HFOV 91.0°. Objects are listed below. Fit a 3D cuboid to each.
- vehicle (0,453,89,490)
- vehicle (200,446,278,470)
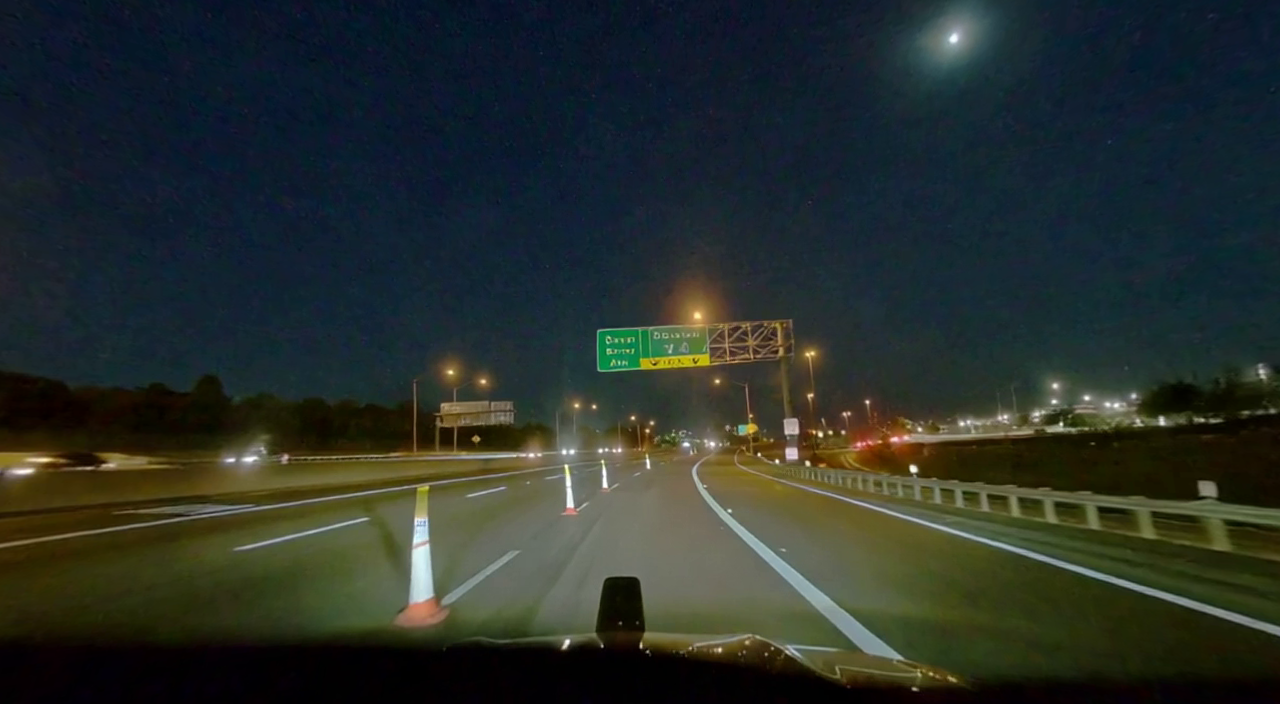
[{"bbox_3d":[-26.251,5.047,26.852,1.701,1.455,4.012,-1,-9,3],"label":"vehicle"},{"bbox_3d":[-28.845,7.615,45.534,2.162,1.616,4.951,-1,-9,4],"label":"vehicle"}]
